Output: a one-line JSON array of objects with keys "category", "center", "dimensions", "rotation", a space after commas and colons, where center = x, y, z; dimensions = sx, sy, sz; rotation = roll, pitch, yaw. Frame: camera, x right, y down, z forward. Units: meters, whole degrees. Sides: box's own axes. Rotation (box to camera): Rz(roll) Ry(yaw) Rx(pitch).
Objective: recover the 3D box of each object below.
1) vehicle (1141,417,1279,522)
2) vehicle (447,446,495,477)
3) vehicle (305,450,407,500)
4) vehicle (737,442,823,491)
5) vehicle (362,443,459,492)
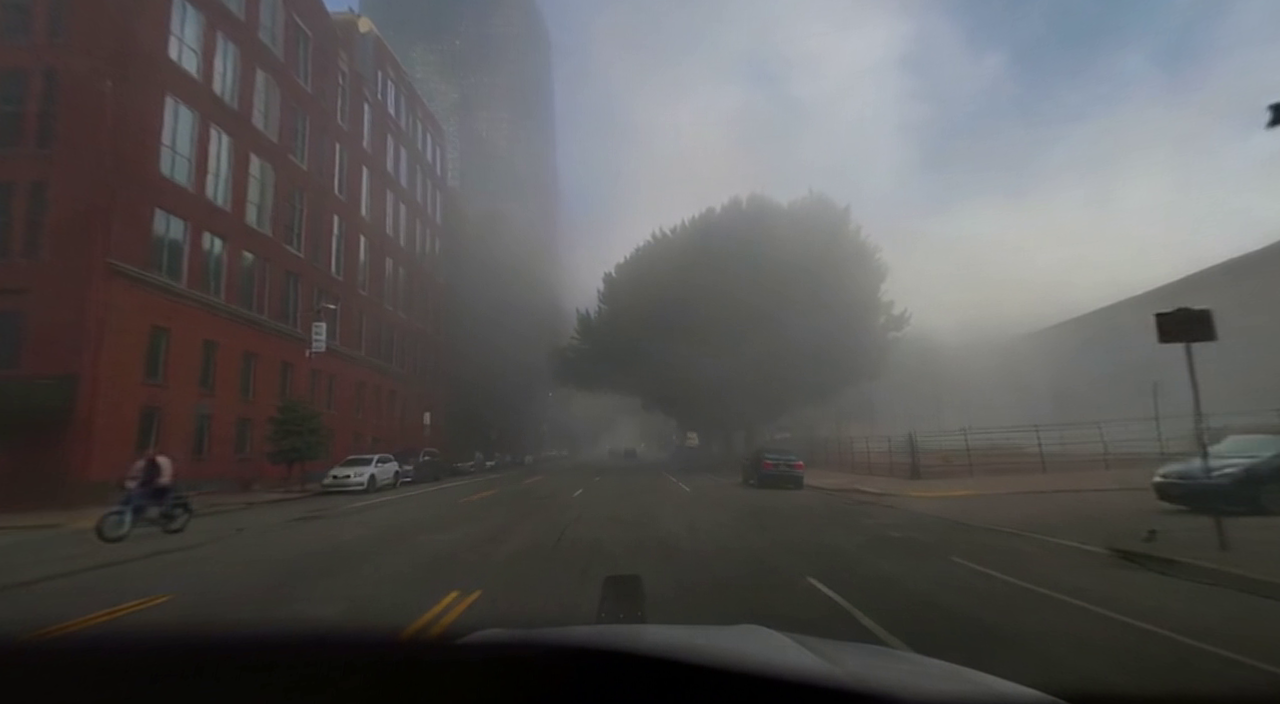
[{"category": "vehicle", "center": [11.633, 1.963, 10.816], "dimensions": [4.380, 1.608, 1.942], "rotation": [0, -8, 0]}, {"category": "vehicle", "center": [-11.578, 7.515, 43.731], "dimensions": [1.970, 1.828, 5.519], "rotation": [-3, -8, -2]}, {"category": "vehicle", "center": [-11.207, 4.845, 25.377], "dimensions": [1.992, 1.629, 4.773], "rotation": [-3, -8, -1]}, {"category": "vehicle", "center": [4.789, 3.967, 22.346], "dimensions": [1.929, 1.522, 4.543], "rotation": [0, -8, -1]}, {"category": "vehicle", "center": [-11.102, 5.573, 31.177], "dimensions": [2.574, 1.922, 6.292], "rotation": [-4, -8, -2]}]
